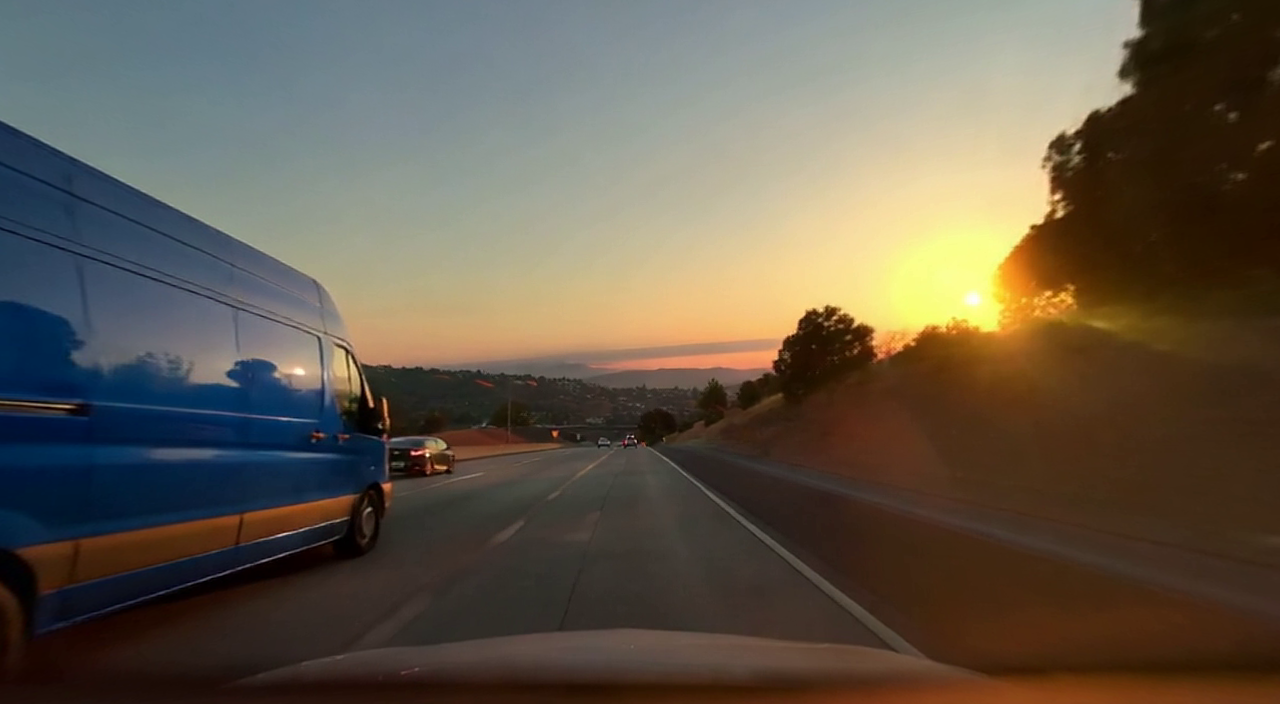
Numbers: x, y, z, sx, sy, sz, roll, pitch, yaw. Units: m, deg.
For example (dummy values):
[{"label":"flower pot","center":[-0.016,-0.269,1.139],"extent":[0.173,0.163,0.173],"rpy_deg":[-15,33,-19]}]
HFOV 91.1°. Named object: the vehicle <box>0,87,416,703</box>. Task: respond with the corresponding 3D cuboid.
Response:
[{"label":"vehicle","center":[-3.998,0.434,4.060],"extent":[2.428,2.782,7.330],"rpy_deg":[0,-8,0]}]
